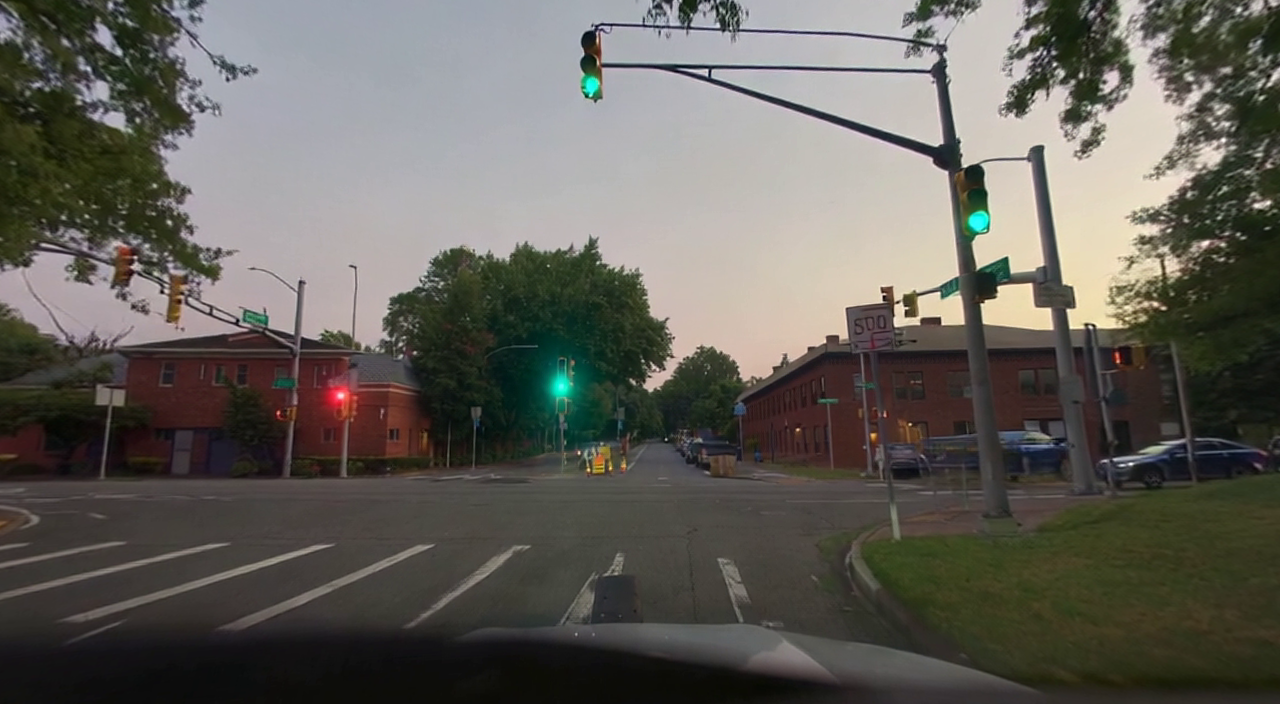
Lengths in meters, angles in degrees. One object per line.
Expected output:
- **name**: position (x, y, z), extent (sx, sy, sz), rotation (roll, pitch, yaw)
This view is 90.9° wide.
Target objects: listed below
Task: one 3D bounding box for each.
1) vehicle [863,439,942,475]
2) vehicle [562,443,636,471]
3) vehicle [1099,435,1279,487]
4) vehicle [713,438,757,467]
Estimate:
- **vehicle**: position (12.422, 5.051, 30.110), extent (1.922, 1.529, 3.964), rotation (0, -12, -1)
- **vehicle**: position (-2.453, 6.201, 37.465), extent (3.991, 1.526, 1.868), rotation (-5, -9, 31)
- **vehicle**: position (16.808, 3.332, 19.421), extent (3.876, 1.512, 1.784), rotation (0, -8, -1)
- **vehicle**: position (6.886, 7.292, 46.017), extent (1.491, 2.041, 2.964), rotation (6, -10, -34)
